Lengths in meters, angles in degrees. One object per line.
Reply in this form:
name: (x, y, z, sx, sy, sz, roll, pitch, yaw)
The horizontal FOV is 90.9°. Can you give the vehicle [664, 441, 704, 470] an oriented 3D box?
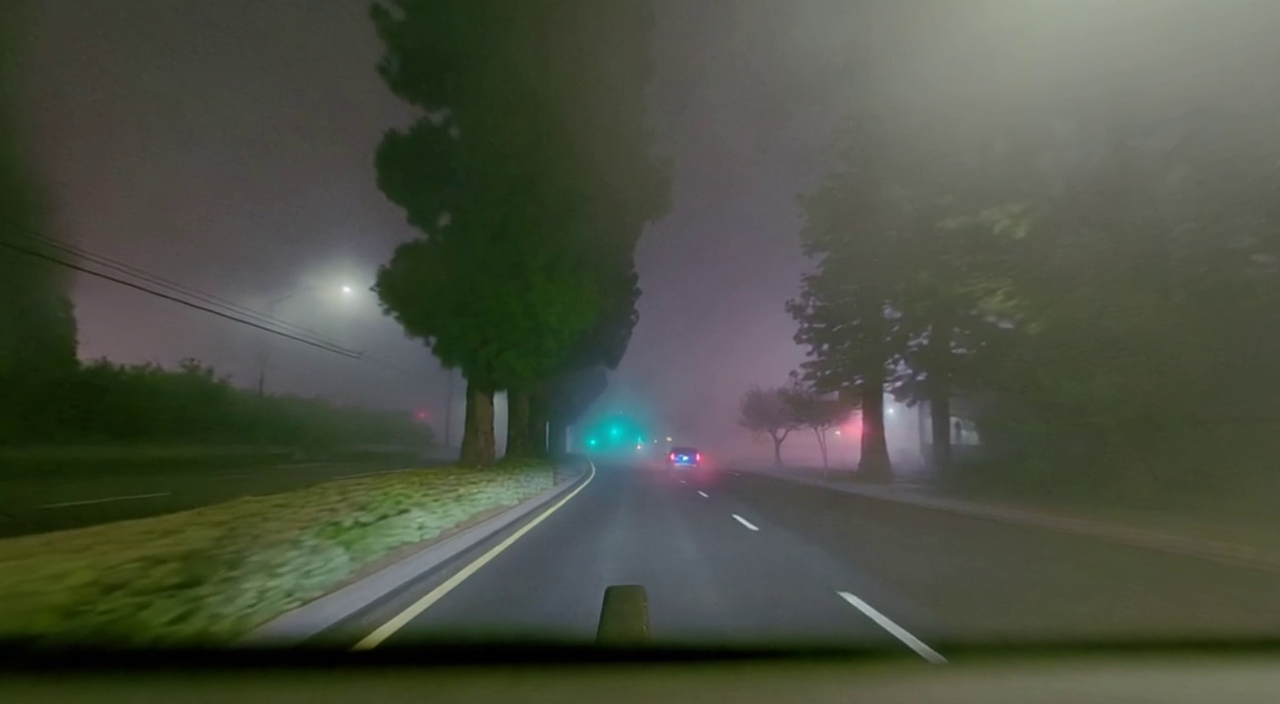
vehicle: (2.823, 6.738, 41.238, 2.240, 1.781, 4.433, 0, -8, -1)
